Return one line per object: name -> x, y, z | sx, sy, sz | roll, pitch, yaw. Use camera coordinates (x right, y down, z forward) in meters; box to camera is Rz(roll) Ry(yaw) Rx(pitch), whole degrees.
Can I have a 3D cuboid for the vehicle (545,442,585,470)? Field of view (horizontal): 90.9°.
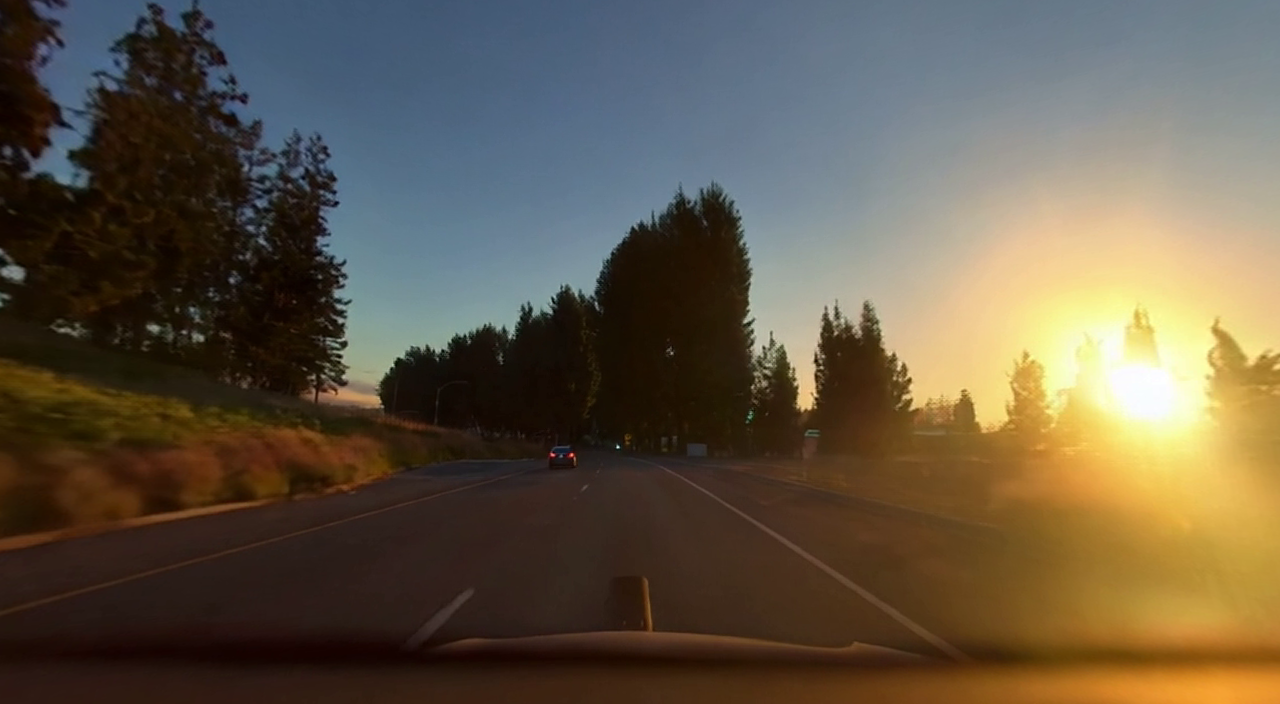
vehicle -> -4.261, 5.953, 36.274 | 1.968, 1.503, 4.443 | 0, -8, -3
